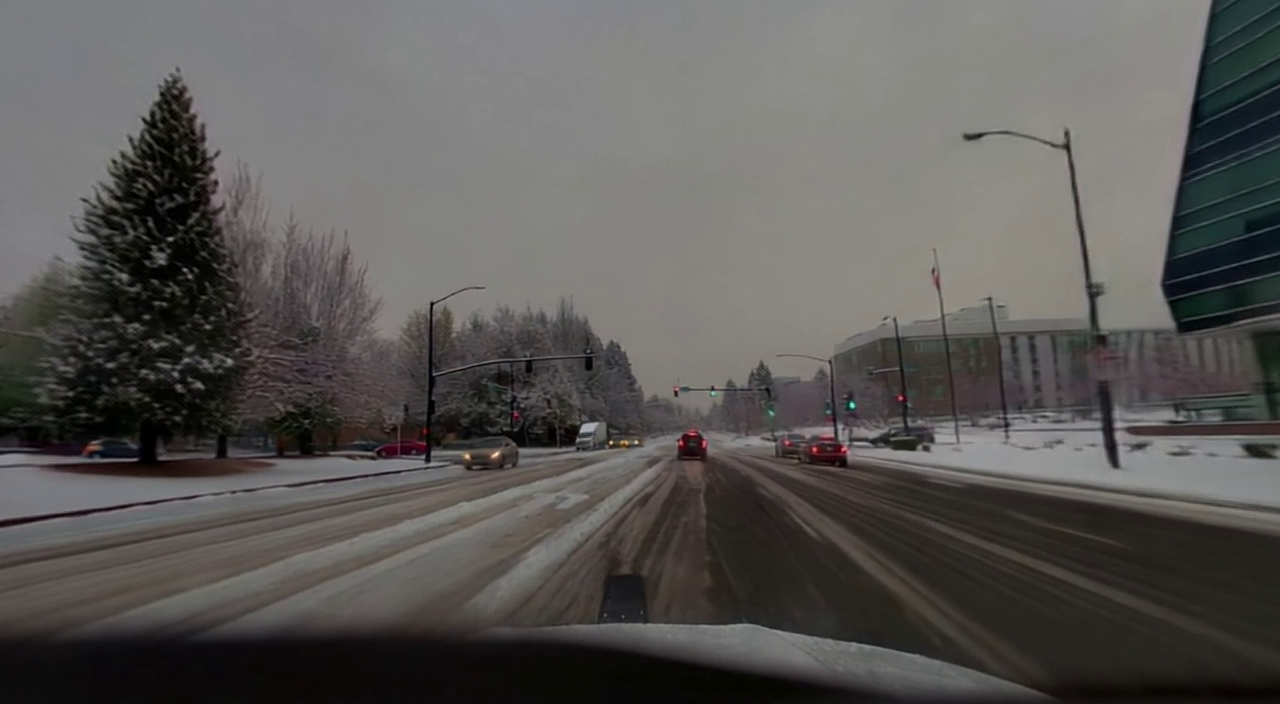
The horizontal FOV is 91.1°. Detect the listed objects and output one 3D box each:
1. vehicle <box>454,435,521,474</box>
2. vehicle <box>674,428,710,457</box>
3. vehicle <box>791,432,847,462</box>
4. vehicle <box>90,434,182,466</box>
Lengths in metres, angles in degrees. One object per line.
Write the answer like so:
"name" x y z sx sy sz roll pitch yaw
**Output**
"vehicle" -7.187 4.887 30.089 2.016 1.677 4.147 0 -9 2
"vehicle" 3.376 5.997 41.441 2.203 1.801 4.331 -1 -9 2
"vehicle" 9.286 4.964 32.849 1.896 1.463 4.296 -1 -9 3
"vehicle" -29.437 5.784 36.843 1.871 1.703 4.093 -2 -9 2
